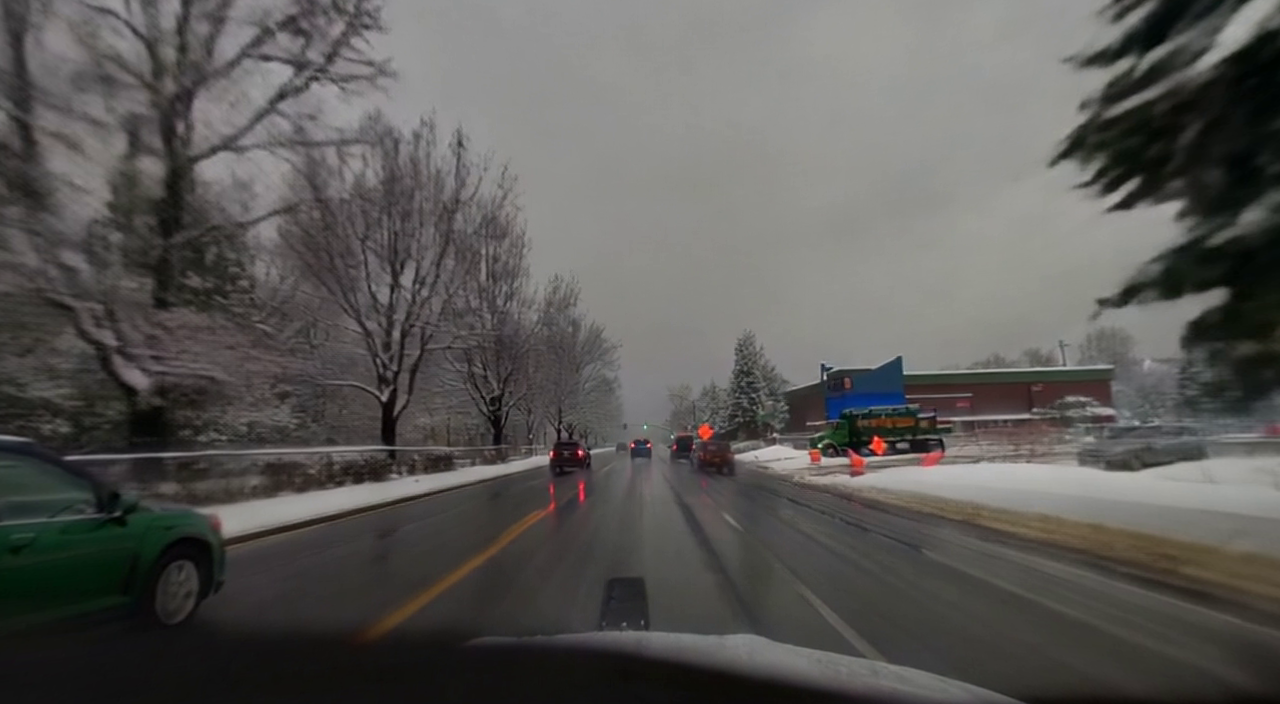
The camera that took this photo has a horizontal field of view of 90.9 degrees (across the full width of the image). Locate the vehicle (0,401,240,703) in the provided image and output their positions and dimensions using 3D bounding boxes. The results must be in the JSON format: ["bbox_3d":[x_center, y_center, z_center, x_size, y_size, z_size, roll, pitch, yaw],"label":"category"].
[{"bbox_3d":[-4.020,0.988,2.884,1.856,1.540,3.733,0,-8,1],"label":"vehicle"}]

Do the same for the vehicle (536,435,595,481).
[{"bbox_3d":[-2.929,4.253,25.637,2.038,1.682,4.399,0,-8,-2],"label":"vehicle"}]

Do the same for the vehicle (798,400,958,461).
[{"bbox_3d":[15.007,5.056,40.268,8.949,3.673,3.044,0,-8,-2],"label":"vehicle"}]

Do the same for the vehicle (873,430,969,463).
[{"bbox_3d":[15.767,5.328,35.581,1.874,1.694,4.535,7,-11,-38],"label":"vehicle"}]

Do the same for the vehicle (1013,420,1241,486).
[{"bbox_3d":[13.809,2.900,18.351,4.804,1.695,2.055,-4,-9,26],"label":"vehicle"}]
